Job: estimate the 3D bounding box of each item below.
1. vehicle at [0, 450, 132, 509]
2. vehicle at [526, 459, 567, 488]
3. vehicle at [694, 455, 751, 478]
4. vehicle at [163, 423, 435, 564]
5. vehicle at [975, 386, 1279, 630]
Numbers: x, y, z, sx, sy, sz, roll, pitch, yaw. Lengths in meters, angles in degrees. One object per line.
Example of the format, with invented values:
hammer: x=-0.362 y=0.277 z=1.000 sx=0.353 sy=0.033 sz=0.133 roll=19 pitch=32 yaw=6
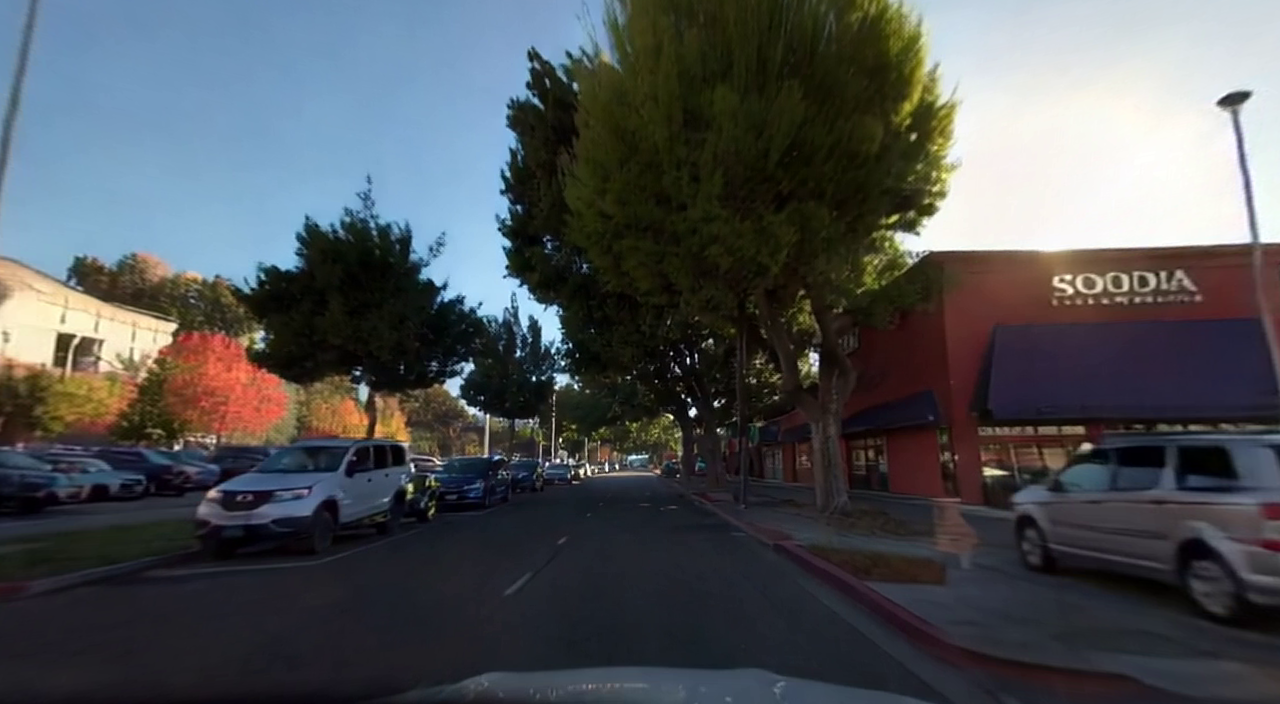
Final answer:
vehicle: x=-16.548 y=3.488 z=17.353 sx=3.578 sy=1.455 sz=1.734 roll=-2 pitch=-9 yaw=1
vehicle: x=-5.705 y=7.530 z=39.086 sx=1.832 sy=1.623 sz=4.424 roll=1 pitch=-11 yaw=0
vehicle: x=6.451 y=9.024 z=49.481 sx=4.193 sy=1.665 sz=1.924 roll=1 pitch=-11 yaw=-1
vehicle: x=-5.843 y=2.567 z=11.959 sx=2.196 sy=2.001 sz=5.548 roll=1 pitch=-11 yaw=-3
vehicle: x=5.724 y=1.470 z=6.297 sx=2.054 sy=1.779 sz=4.650 roll=1 pitch=-11 yaw=-1
